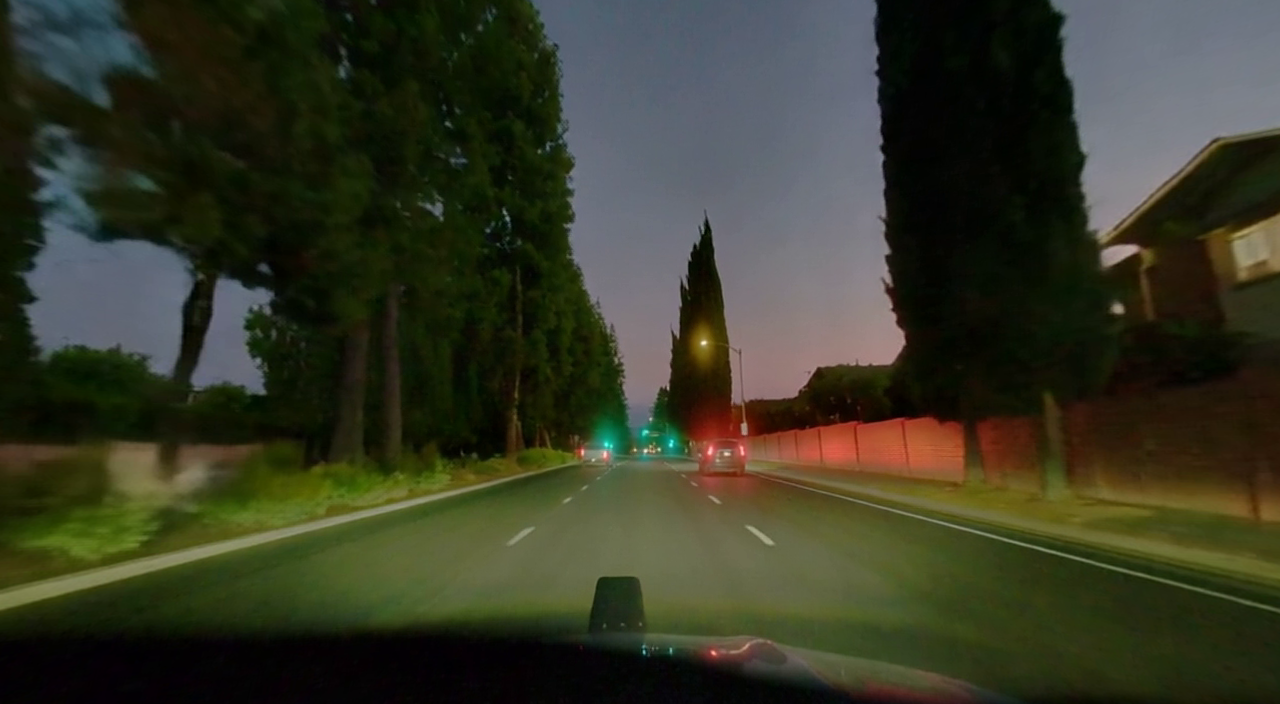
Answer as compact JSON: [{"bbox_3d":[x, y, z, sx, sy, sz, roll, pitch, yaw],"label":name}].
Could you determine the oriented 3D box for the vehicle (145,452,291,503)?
[{"bbox_3d":[-14.128,4.196,21.507,1.892,1.480,4.467,0,-8,0],"label":"vehicle"}]

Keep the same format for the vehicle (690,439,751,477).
[{"bbox_3d":[3.820,5.131,30.774,2.321,1.695,5.037,0,-8,0],"label":"vehicle"}]

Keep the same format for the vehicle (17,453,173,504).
[{"bbox_3d":[-21.693,4.995,25.423,1.990,1.787,4.709,0,-8,0],"label":"vehicle"}]

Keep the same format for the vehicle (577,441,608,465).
[{"bbox_3d":[-3.577,7.643,47.977,2.002,1.747,4.728,0,-8,0],"label":"vehicle"}]
